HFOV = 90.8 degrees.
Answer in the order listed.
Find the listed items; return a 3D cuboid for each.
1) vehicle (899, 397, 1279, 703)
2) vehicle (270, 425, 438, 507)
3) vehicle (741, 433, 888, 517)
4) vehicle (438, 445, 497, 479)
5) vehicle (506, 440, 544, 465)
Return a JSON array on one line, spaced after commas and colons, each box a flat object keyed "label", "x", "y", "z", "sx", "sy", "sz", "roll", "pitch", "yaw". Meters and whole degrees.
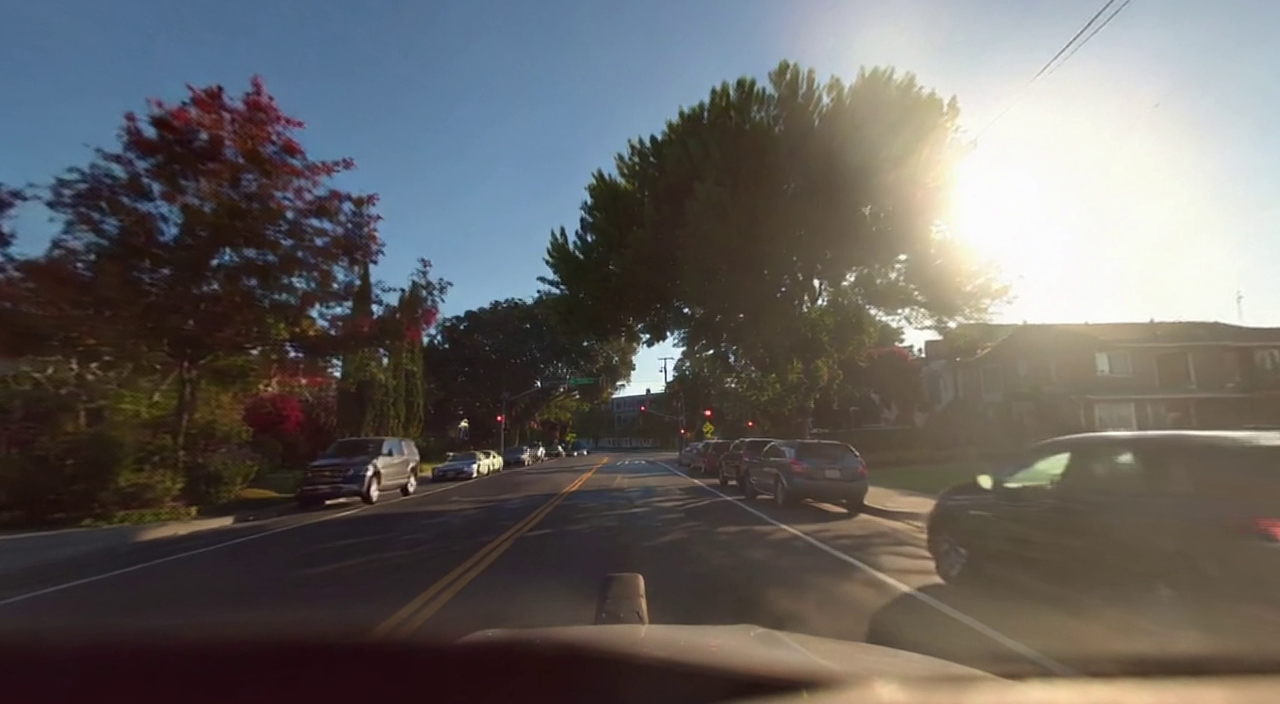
[{"label": "vehicle", "x": 3.871, "y": 1.221, "z": 4.539, "sx": 1.955, "sy": 1.536, "sz": 4.395, "roll": 0, "pitch": -8, "yaw": -3}, {"label": "vehicle", "x": -7.978, "y": 3.238, "z": 18.500, "sx": 2.420, "sy": 2.004, "sz": 5.615, "roll": 0, "pitch": -8, "yaw": -2}, {"label": "vehicle", "x": 3.541, "y": 2.565, "z": 13.717, "sx": 1.809, "sy": 1.513, "sz": 4.264, "roll": 0, "pitch": -8, "yaw": -2}, {"label": "vehicle", "x": -8.347, "y": 5.332, "z": 30.949, "sx": 1.860, "sy": 1.476, "sz": 4.594, "roll": 0, "pitch": -8, "yaw": -4}, {"label": "vehicle", "x": -8.549, "y": 7.541, "z": 47.410, "sx": 2.007, "sy": 1.773, "sz": 4.759, "roll": 0, "pitch": -8, "yaw": 0}]
